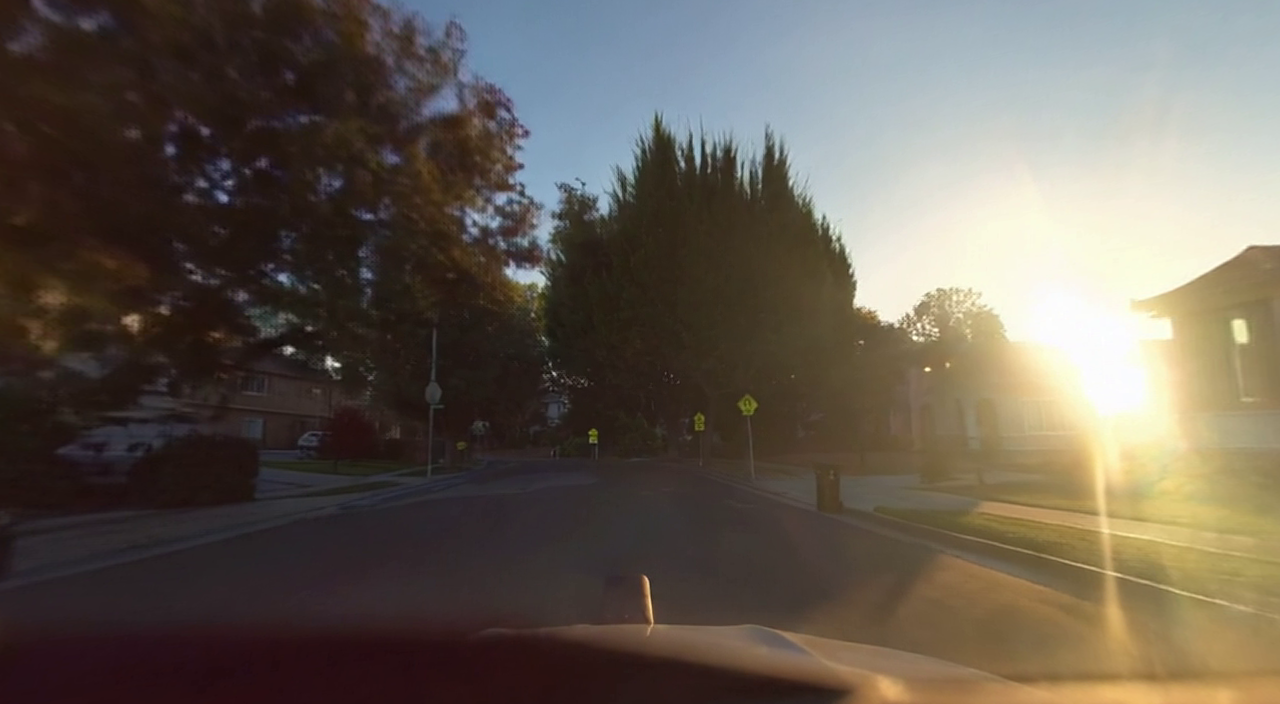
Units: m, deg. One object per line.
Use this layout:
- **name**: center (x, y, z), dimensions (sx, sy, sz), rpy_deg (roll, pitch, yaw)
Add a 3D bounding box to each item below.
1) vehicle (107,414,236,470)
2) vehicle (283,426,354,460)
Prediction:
- **vehicle**: center (-17.845, 3.474, 24.327), dimensions (2.276, 1.948, 4.164), rpy_deg (2, -9, -11)
- **vehicle**: center (-19.903, 5.676, 39.271), dimensions (2.407, 1.912, 5.091), rpy_deg (1, -9, -9)
